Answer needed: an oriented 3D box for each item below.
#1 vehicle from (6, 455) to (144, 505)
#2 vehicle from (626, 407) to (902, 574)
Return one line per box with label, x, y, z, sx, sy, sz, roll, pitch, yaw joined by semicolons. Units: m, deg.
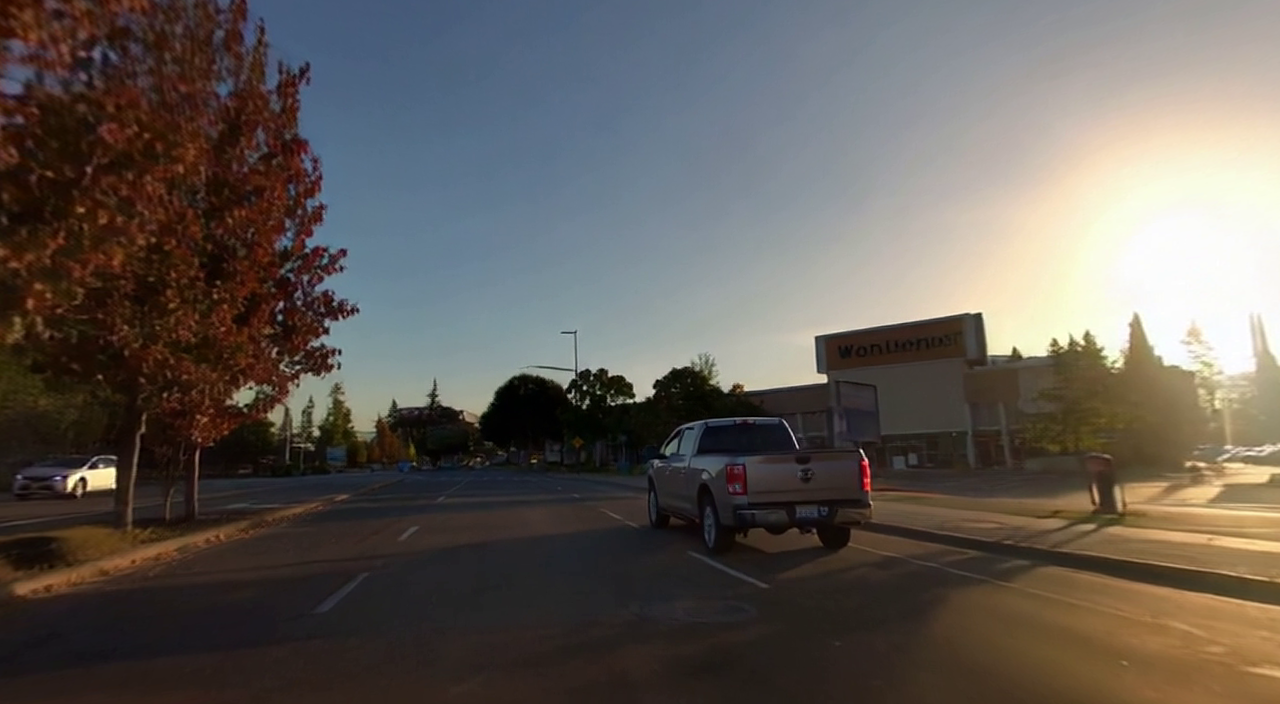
vehicle;-22.248;5.001;25.178;2.037;1.725;4.632;2;-9;-14
vehicle;1.482;2.062;10.429;2.402;1.922;5.677;2;-9;-12
